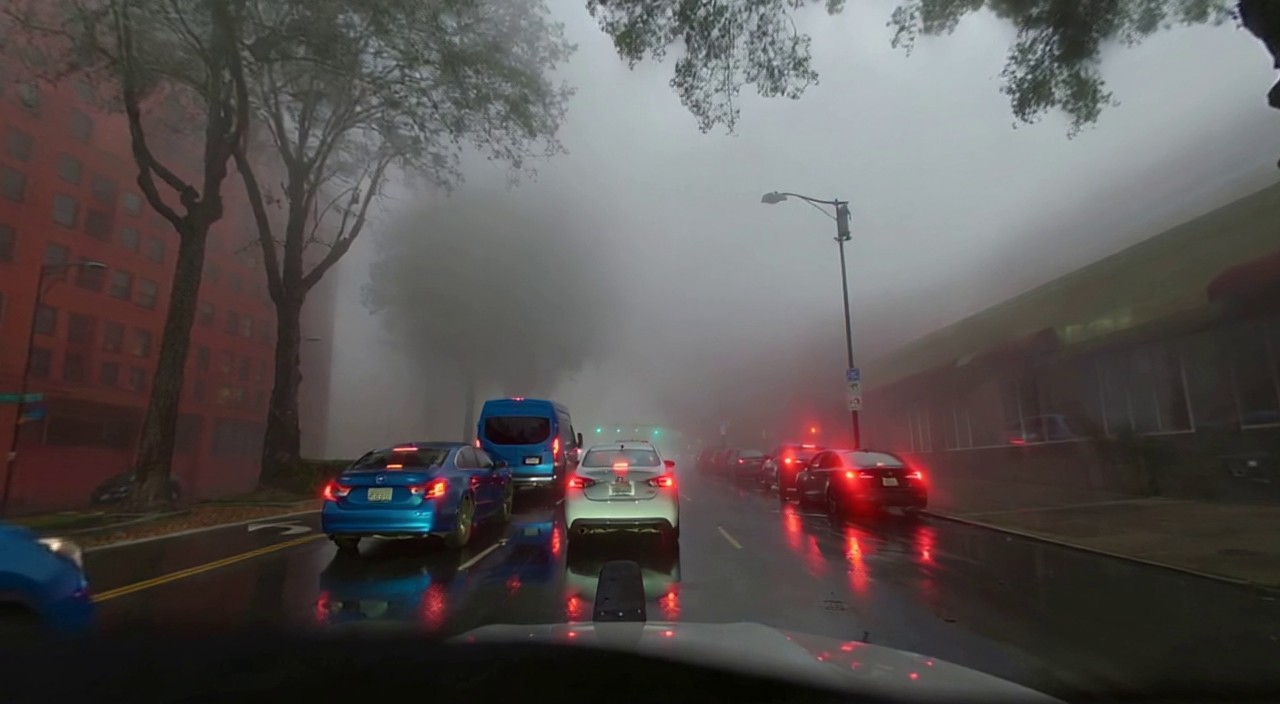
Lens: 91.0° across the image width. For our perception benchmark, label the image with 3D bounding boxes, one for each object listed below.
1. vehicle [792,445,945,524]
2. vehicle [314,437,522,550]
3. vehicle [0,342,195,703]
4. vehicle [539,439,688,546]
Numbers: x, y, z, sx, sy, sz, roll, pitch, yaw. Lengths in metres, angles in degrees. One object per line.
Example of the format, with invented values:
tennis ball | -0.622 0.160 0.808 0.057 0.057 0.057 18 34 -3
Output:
vehicle | 4.896 2.859 14.184 1.832 1.491 4.054 1 -9 -1
vehicle | -3.533 2.329 11.104 1.995 1.554 4.426 0 -9 1
vehicle | -3.702 0.643 1.247 2.140 1.768 4.685 0 -9 1
vehicle | -0.387 2.348 11.227 2.152 1.518 4.113 0 -9 0
